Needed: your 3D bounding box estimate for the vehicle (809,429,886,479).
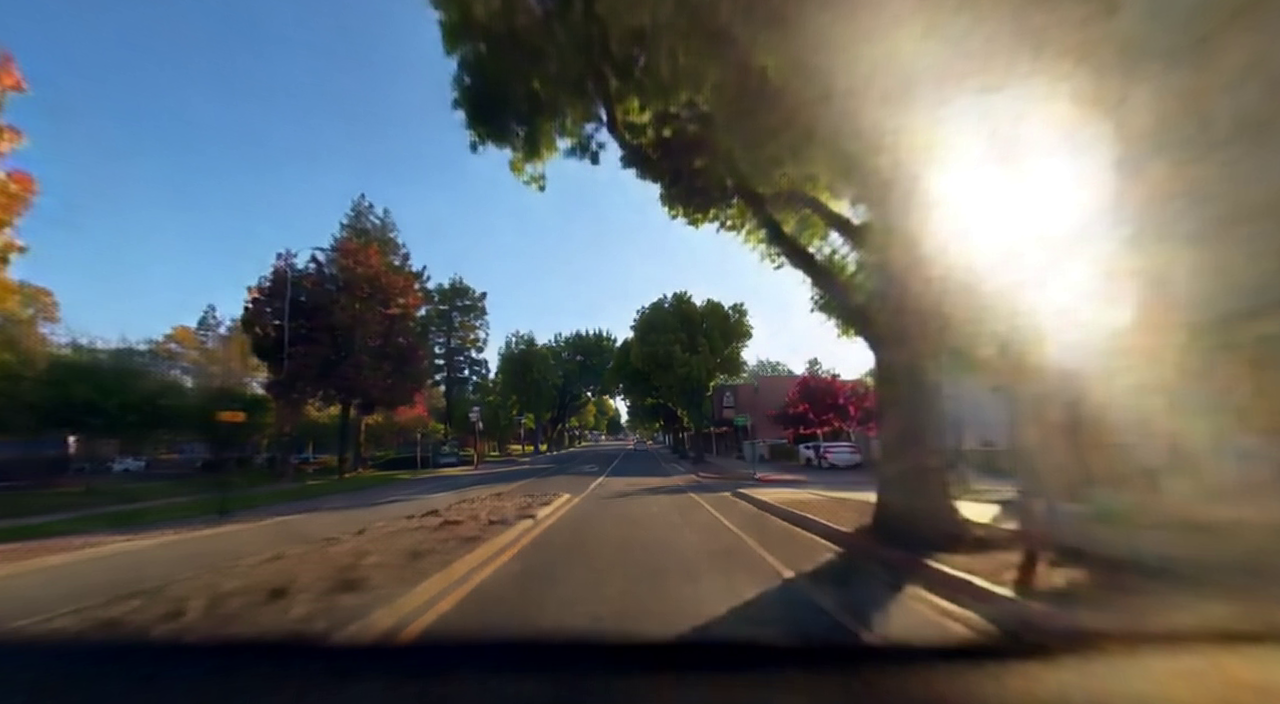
[{"bbox_3d":[11.128,5.615,34.252,2.001,1.744,4.449,-4,-18,-9],"label":"vehicle"}]
